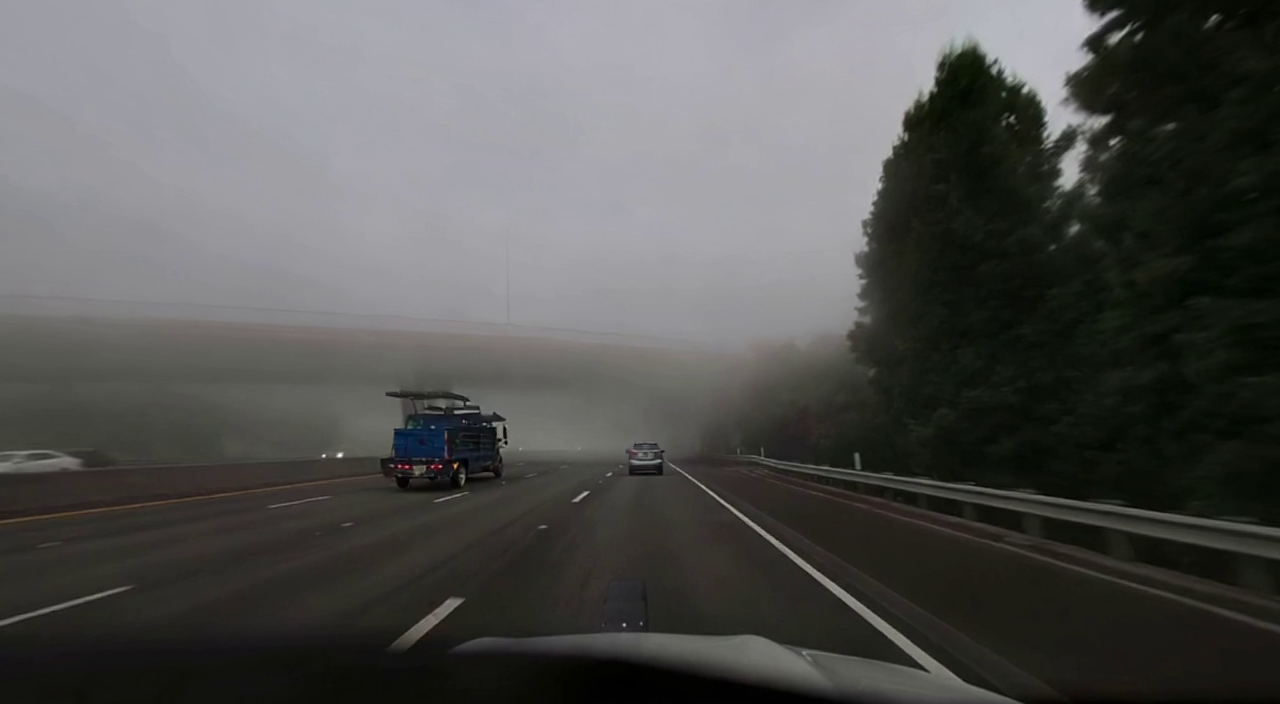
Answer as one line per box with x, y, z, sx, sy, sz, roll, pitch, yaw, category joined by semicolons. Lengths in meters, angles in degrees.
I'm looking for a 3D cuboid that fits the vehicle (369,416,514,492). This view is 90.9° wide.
-6.661;3.580;22.481;2.827;2.236;7.057;0;-8;1;vehicle

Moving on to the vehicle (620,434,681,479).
0.409;4.299;26.225;2.336;1.722;4.212;0;-8;1;vehicle

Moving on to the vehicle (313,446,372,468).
-20.696;7.306;44.061;1.818;1.433;4.380;0;-8;2;vehicle
